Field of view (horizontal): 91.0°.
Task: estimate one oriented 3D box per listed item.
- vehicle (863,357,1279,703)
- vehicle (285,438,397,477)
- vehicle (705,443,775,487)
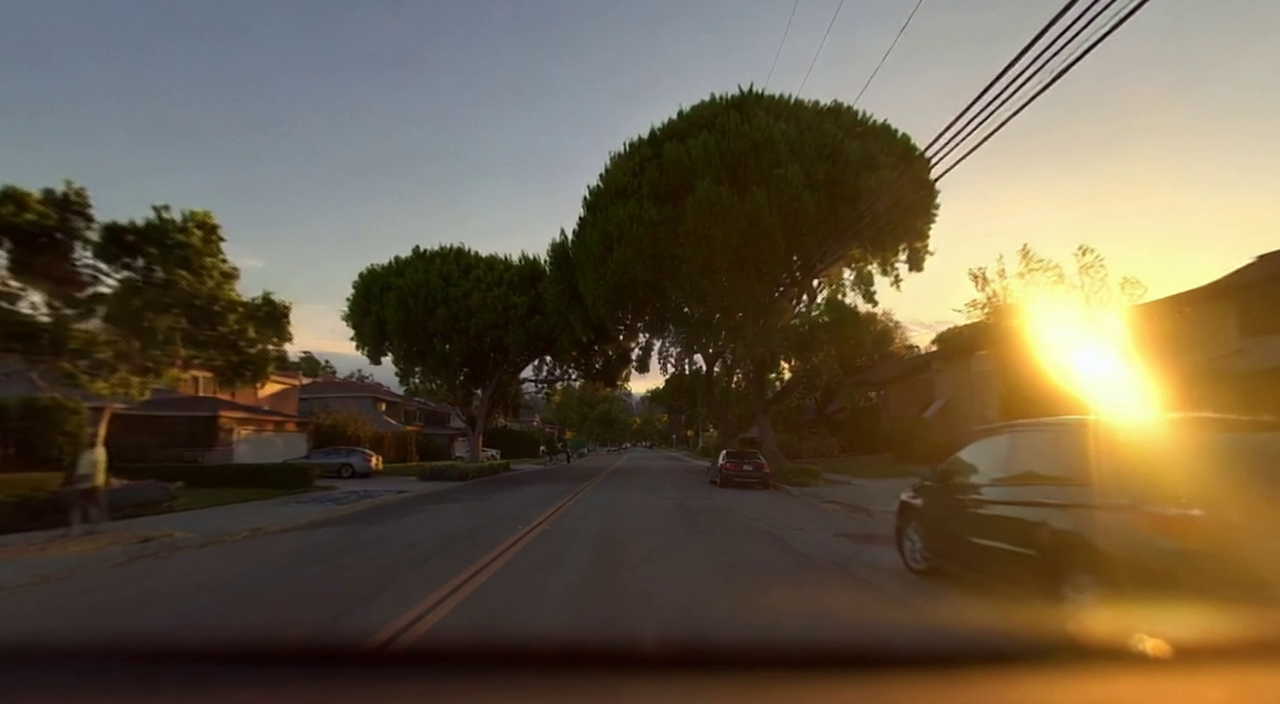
[{"bbox_3d":[3.778,1.246,5.140,2.039,1.780,4.884,0,-8,-1],"label":"vehicle"},{"bbox_3d":[-15.659,5.531,33.150,4.882,1.777,2.025,-2,-9,-2],"label":"vehicle"},{"bbox_3d":[3.756,4.316,24.490,1.897,1.521,4.835,0,-8,-1],"label":"vehicle"}]
